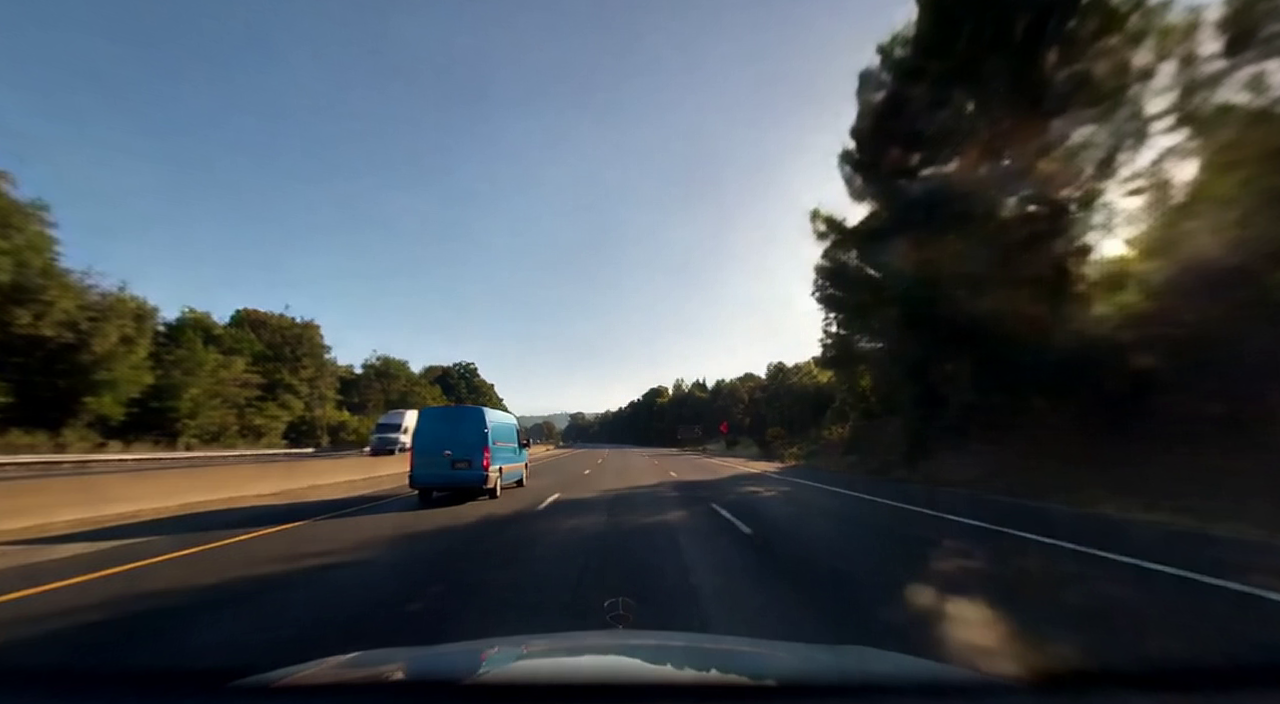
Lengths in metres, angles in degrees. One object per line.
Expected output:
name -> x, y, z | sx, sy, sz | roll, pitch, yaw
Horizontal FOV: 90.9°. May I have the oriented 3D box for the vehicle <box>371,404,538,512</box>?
vehicle -> -3.850, 2.298, 14.180 | 2.297, 2.011, 4.736 | 0, -8, 0
